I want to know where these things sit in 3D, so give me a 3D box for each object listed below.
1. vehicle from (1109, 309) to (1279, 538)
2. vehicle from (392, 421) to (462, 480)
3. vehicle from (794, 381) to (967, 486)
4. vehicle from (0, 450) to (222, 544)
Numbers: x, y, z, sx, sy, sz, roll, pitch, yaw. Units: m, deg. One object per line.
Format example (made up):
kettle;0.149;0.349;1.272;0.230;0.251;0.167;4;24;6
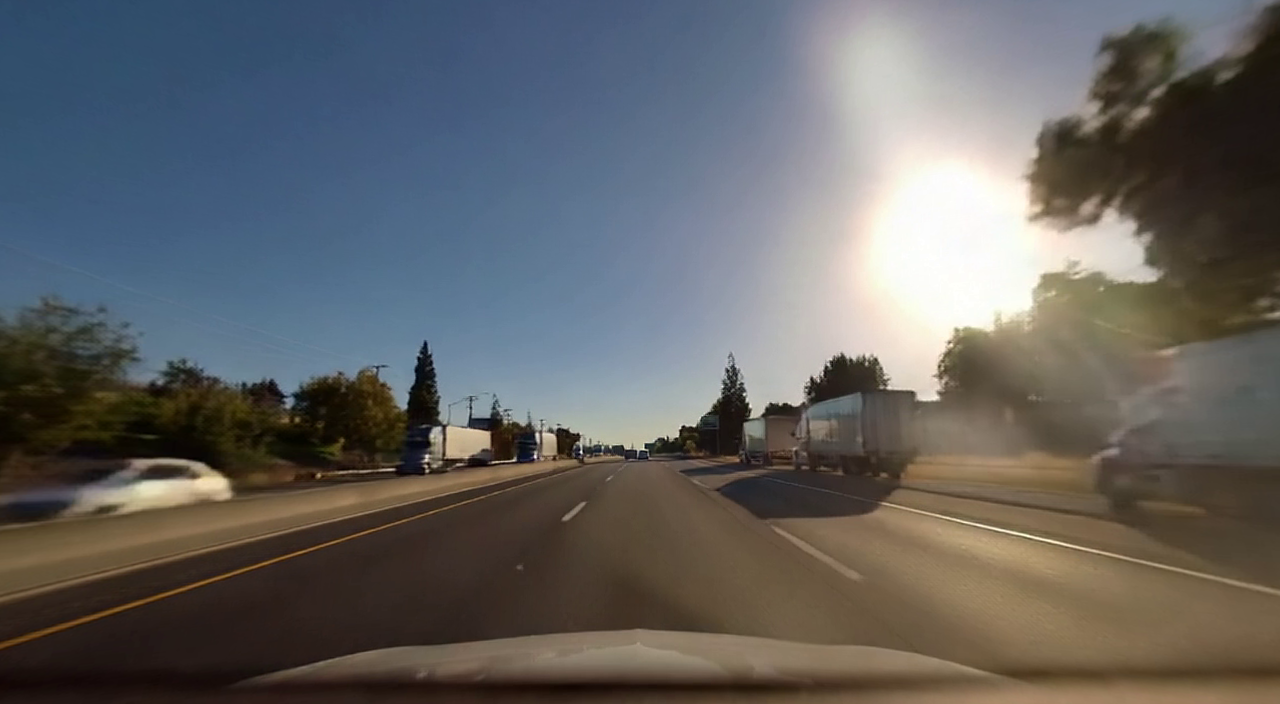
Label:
vehicle;11.348;0.635;6.746;2.741;3.505;12.591;0;-9;-1
vehicle;-15.528;7.248;46.133;2.996;3.975;5.840;-1;-9;0
vehicle;11.071;4.264;31.509;2.850;4.038;14.497;0;-9;0
vehicle;-11.598;2.963;13.522;1.990;1.644;4.594;0;-9;-1
